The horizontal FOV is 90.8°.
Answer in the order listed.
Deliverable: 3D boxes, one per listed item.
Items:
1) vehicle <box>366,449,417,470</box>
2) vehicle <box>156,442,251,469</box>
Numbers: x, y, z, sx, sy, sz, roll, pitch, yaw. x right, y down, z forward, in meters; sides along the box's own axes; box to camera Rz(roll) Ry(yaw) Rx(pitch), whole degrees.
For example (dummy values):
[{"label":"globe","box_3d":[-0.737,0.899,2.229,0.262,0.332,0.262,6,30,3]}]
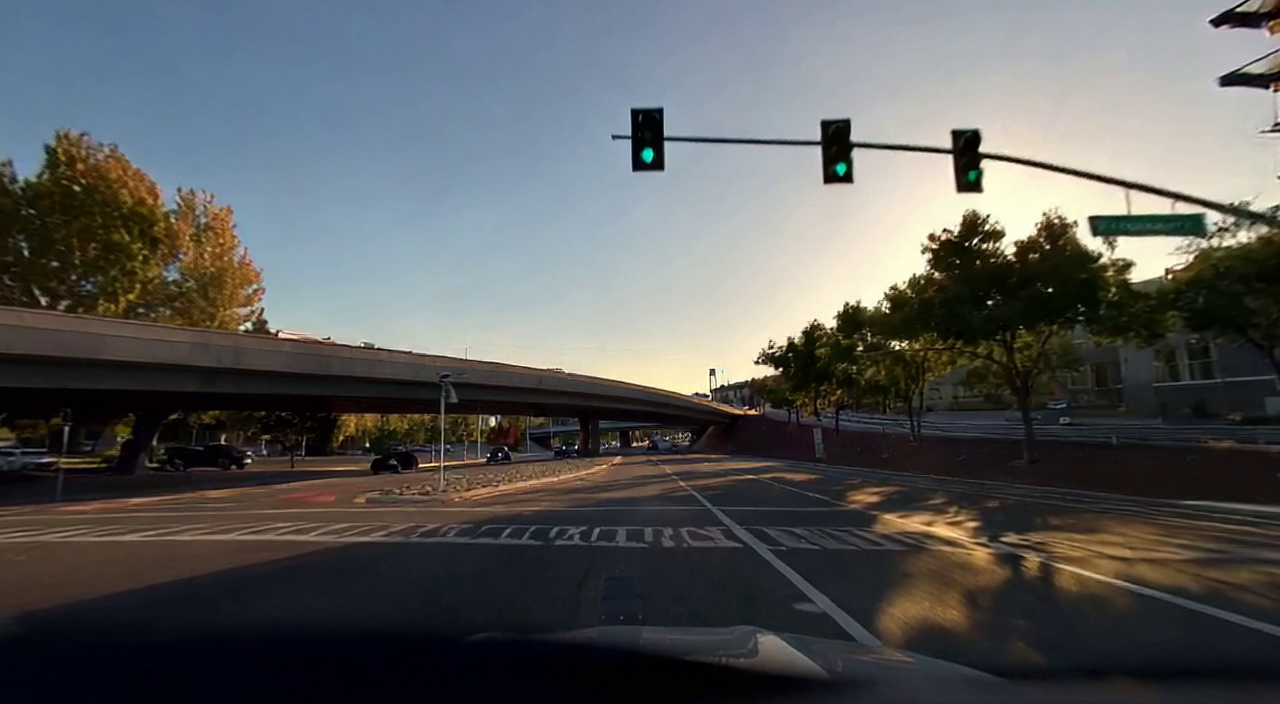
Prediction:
[{"label":"vehicle","box_3d":[-19.050,8.232,48.661,2.001,1.468,4.746,0,-9,0]},{"label":"vehicle","box_3d":[-30.650,7.290,44.518,1.915,1.768,5.060,-5,-10,30]}]
